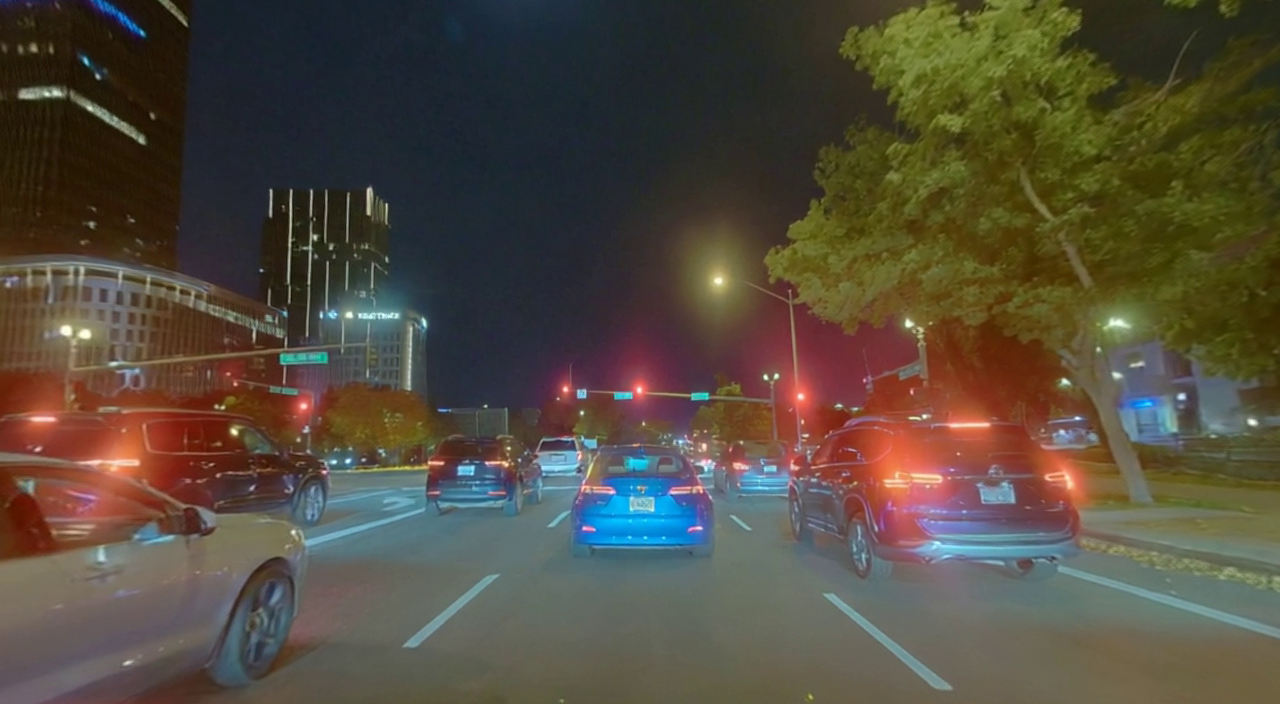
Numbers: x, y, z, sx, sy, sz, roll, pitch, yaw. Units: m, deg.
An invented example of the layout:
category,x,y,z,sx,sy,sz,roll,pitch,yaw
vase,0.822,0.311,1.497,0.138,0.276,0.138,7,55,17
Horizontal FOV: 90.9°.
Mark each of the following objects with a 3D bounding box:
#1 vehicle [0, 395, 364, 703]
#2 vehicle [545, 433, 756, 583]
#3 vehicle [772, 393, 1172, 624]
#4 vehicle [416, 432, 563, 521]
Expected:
category,x,y,z,sx,sy,sz,roll,pitch,yaw
vehicle,-3.326,0.981,2.629,2.144,1.505,4.635,-1,-9,2
vehicle,0.088,1.901,8.480,2.147,1.507,3.953,0,-9,-1
vehicle,3.063,1.552,7.171,2.108,1.785,4.334,0,-9,-1
vehicle,-3.233,2.792,14.711,2.168,1.719,4.561,-1,-9,2
